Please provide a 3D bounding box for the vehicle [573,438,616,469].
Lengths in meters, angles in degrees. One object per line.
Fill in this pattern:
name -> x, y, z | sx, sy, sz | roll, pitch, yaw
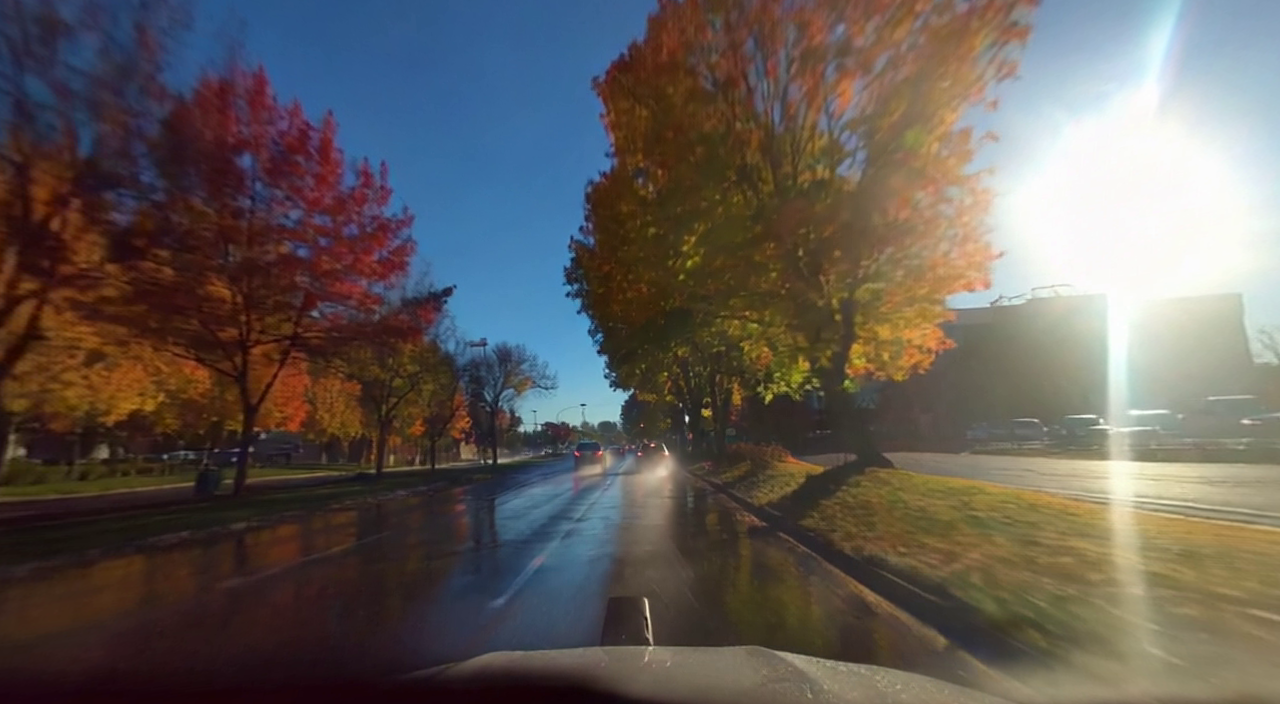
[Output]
vehicle -> -2.603, 5.934, 37.106 | 2.197, 1.709, 4.069 | 0, -8, 0

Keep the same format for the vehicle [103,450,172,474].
vehicle -> -36.400, 7.944, 45.693 | 1.836, 1.590, 3.860 | 0, -8, -1

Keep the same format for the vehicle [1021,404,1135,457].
vehicle -> 23.095, 4.226, 33.468 | 4.440, 2.545, 2.105 | -5, -10, 24

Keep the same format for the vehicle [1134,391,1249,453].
vehicle -> 22.977, 2.959, 26.338 | 2.673, 2.486, 2.062 | 0, -8, -1

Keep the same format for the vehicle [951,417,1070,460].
vehicle -> 26.709, 6.297, 45.627 | 6.918, 2.911, 2.524 | 0, -9, -1

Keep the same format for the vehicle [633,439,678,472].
vehicle -> 0.719, 5.001, 30.638 | 2.040, 1.493, 3.682 | 0, -8, 0
